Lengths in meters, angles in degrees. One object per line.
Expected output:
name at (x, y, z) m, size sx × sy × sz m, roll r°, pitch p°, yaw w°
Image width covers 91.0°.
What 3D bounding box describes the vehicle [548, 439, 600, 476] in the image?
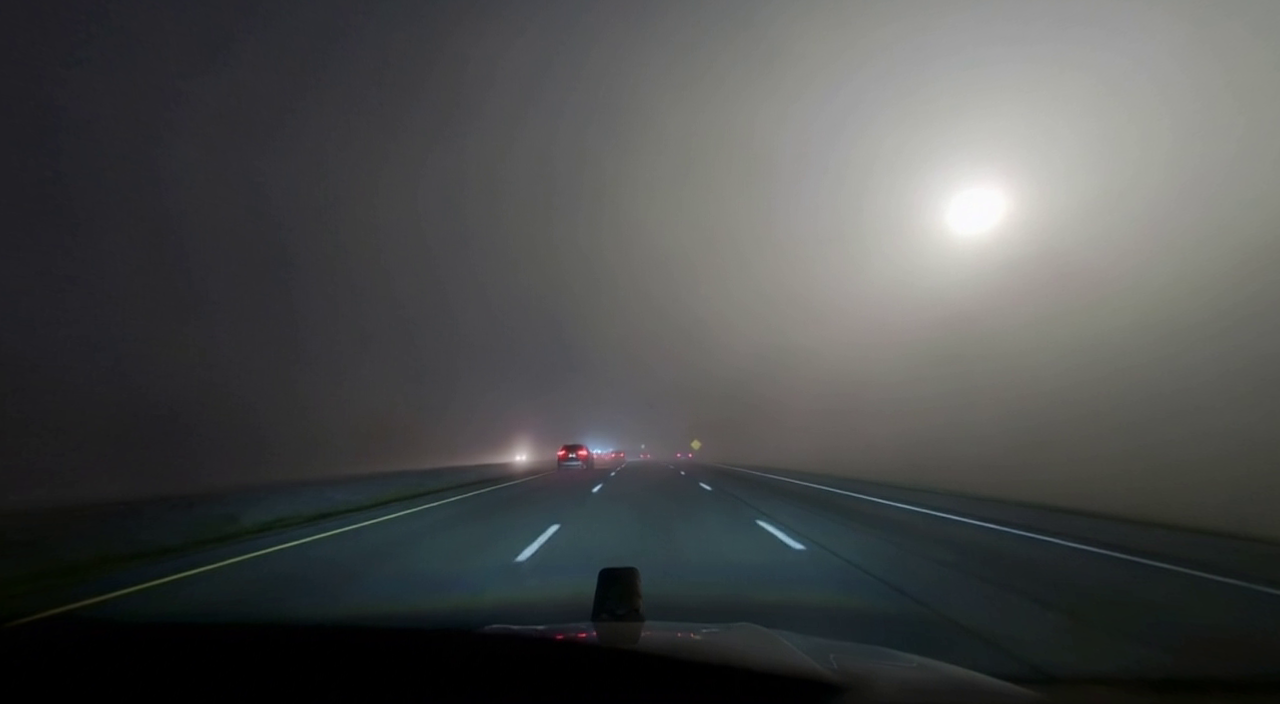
vehicle at (-3.247, 5.275, 31.737) m, size 2.070 × 1.707 × 4.309 m, roll 0°, pitch -9°, yaw 1°
